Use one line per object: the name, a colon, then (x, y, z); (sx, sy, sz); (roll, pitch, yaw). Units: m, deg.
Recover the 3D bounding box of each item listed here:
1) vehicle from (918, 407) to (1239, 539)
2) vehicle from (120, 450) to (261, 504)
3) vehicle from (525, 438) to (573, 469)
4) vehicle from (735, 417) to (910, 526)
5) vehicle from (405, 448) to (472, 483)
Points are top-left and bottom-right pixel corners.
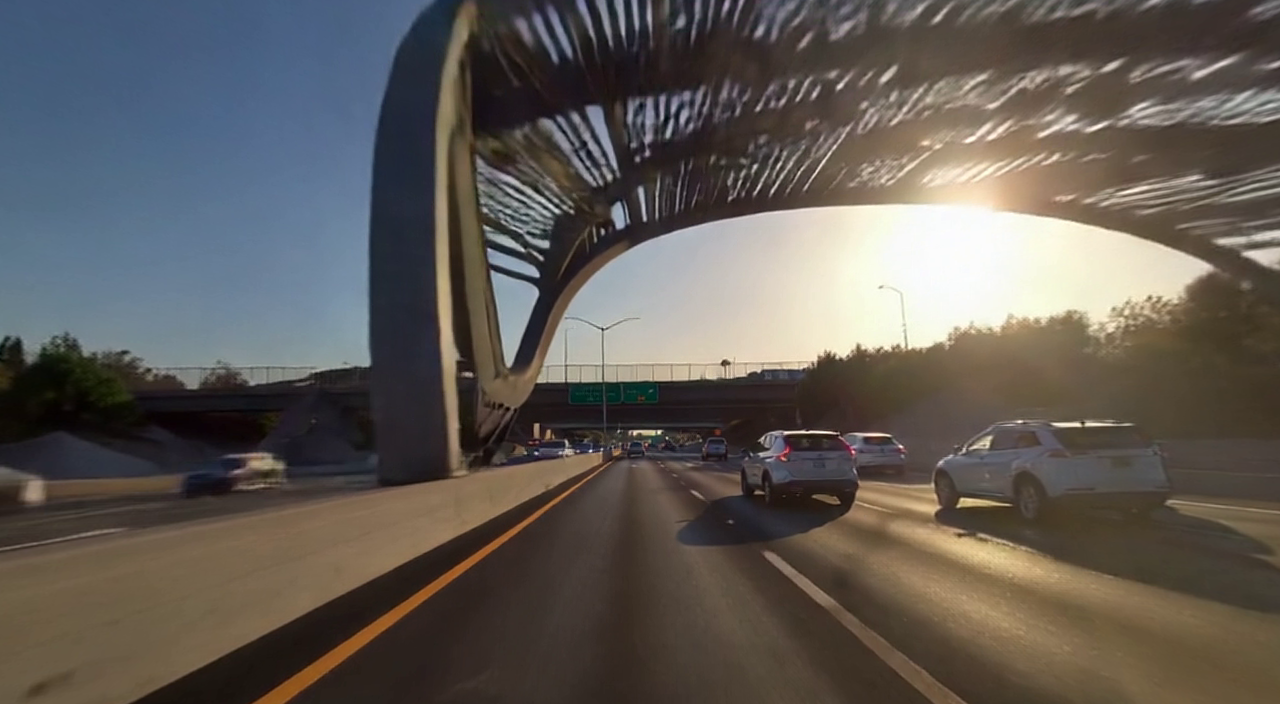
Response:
vehicle: (7.133, 2.027, 11.205); (2.040, 1.801, 4.959); (0, -9, -1)
vehicle: (-16.068, 4.451, 22.942); (1.892, 1.693, 4.393); (0, -8, 0)
vehicle: (-6.030, 6.827, 42.687); (2.405, 1.932, 5.424); (0, -9, 0)
vehicle: (3.218, 2.223, 12.237); (2.059, 1.711, 4.302); (0, -8, -1)
vehicle: (-9.343, 5.246, 29.546); (1.922, 1.523, 3.645); (0, -8, 0)
